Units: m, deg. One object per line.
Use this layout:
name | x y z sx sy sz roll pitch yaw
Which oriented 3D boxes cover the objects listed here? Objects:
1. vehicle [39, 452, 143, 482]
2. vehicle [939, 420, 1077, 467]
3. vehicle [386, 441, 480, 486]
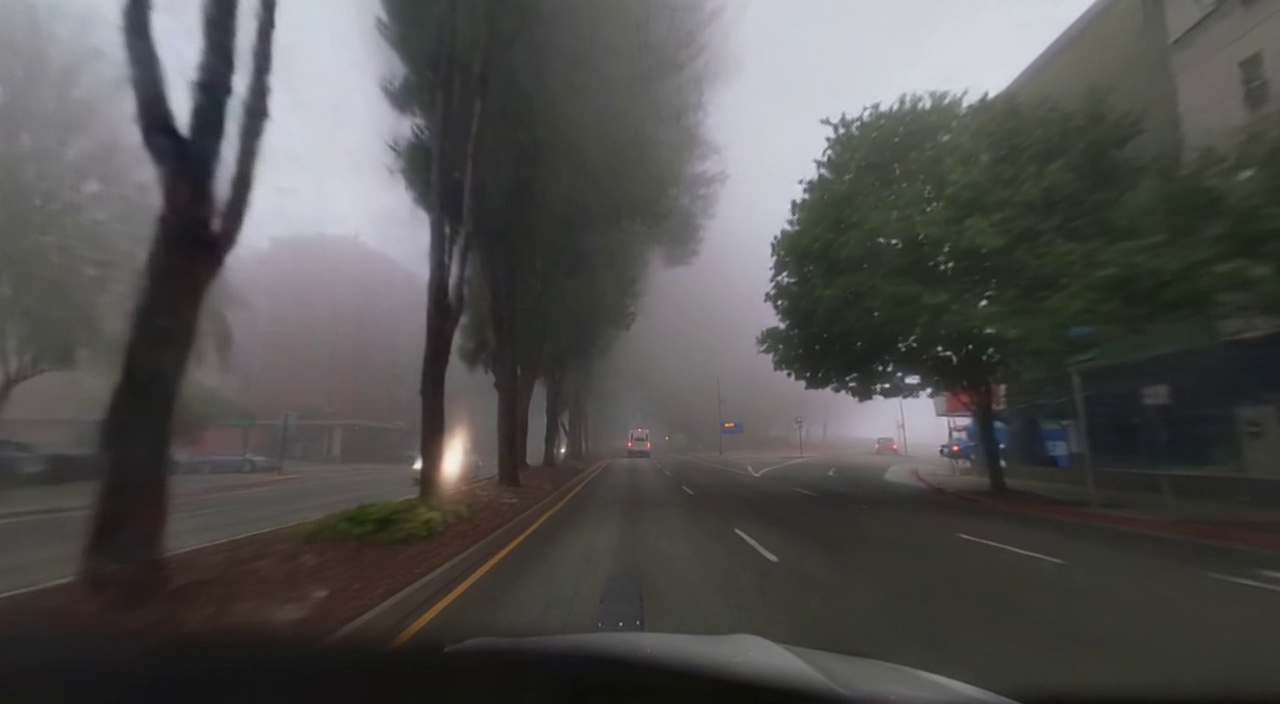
vehicle | -36.136 7.557 41.755 4.562 1.825 2.148 2 -9 -14
vehicle | 25.865 6.429 44.466 8.606 3.093 2.803 2 -8 -13
vehicle | -7.510 4.078 23.431 1.999 1.478 4.441 0 -8 -1
